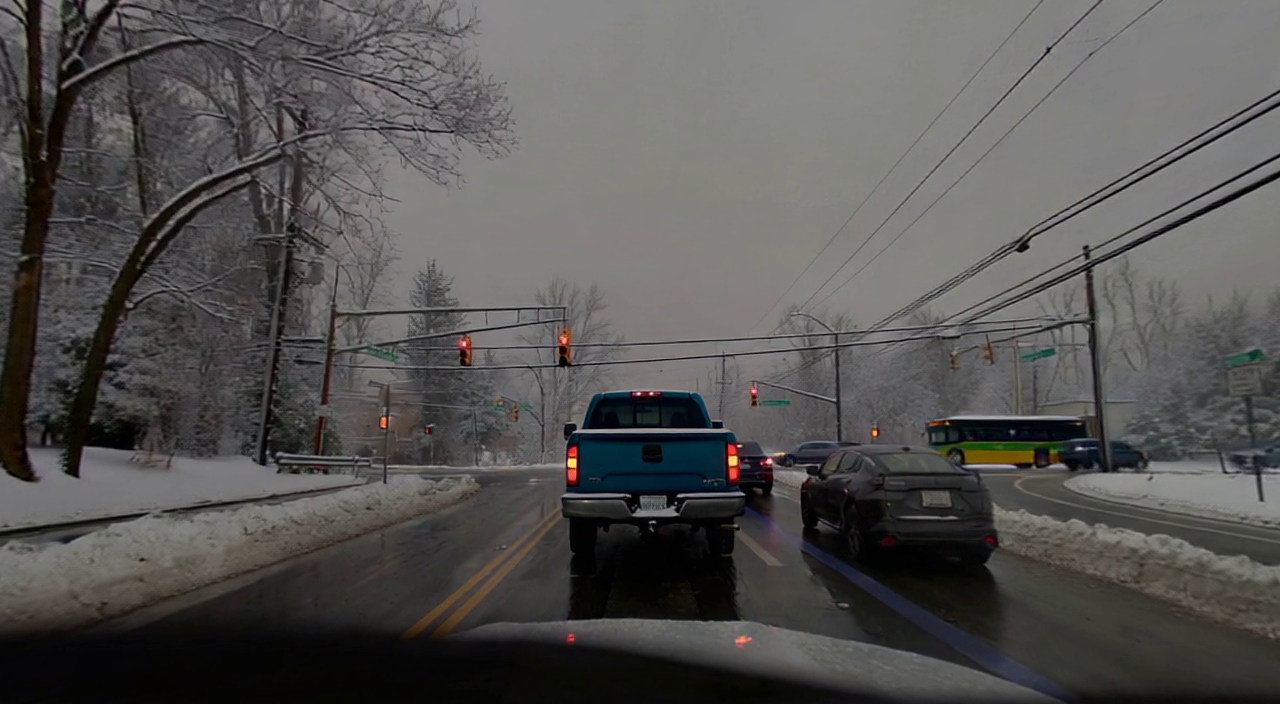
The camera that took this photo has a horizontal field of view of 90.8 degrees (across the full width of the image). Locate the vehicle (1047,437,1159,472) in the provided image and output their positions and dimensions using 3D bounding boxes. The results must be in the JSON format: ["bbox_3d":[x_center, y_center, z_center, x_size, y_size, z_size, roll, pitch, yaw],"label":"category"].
[{"bbox_3d":[21.570,4.751,29.452,4.520,1.496,2.060,3,-9,-23],"label":"vehicle"}]

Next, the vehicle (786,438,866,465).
[{"bbox_3d":[13.460,7.260,46.085,5.235,1.878,2.107,-2,-8,8],"label":"vehicle"}]

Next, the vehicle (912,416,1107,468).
[{"bbox_3d":[23.998,5.910,41.531,10.726,3.128,3.003,-1,-8,2],"label":"vehicle"}]

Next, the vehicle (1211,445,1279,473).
[{"bbox_3d":[40.947,6.949,41.256,5.426,1.728,1.999,0,-8,-3],"label":"vehicle"}]

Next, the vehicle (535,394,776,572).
[{"bbox_3d":[0.123,1.873,9.940,2.707,1.964,5.485,0,-8,-1],"label":"vehicle"}]
